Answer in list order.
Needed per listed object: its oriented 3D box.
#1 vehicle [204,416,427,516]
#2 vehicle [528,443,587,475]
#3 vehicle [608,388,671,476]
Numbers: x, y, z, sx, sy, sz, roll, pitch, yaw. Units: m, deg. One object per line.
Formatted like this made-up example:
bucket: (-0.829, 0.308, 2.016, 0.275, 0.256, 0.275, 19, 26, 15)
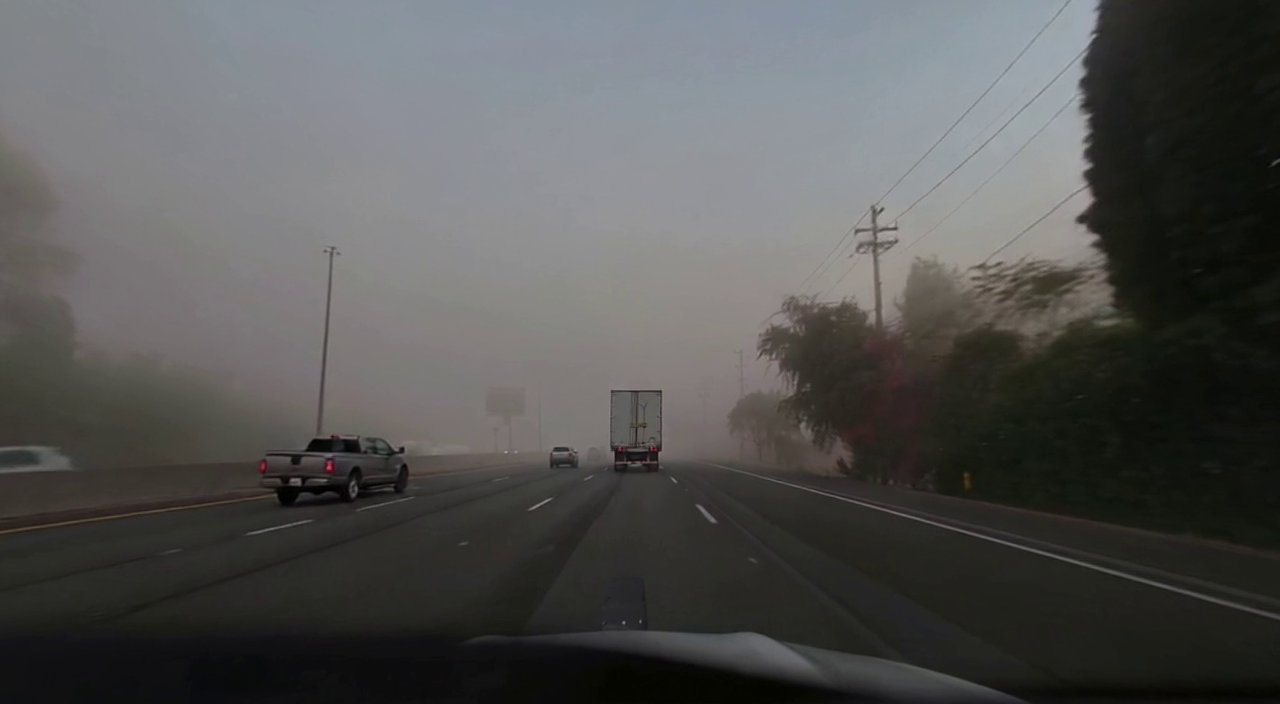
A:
vehicle: (-7.350, 2.651, 15.307, 2.263, 1.936, 5.802, 0, -8, 1)
vehicle: (-4.013, 5.309, 31.546, 2.138, 1.469, 4.677, 0, -8, 2)
vehicle: (0.022, 4.459, 34.419, 2.879, 4.027, 11.243, 0, -8, 1)
